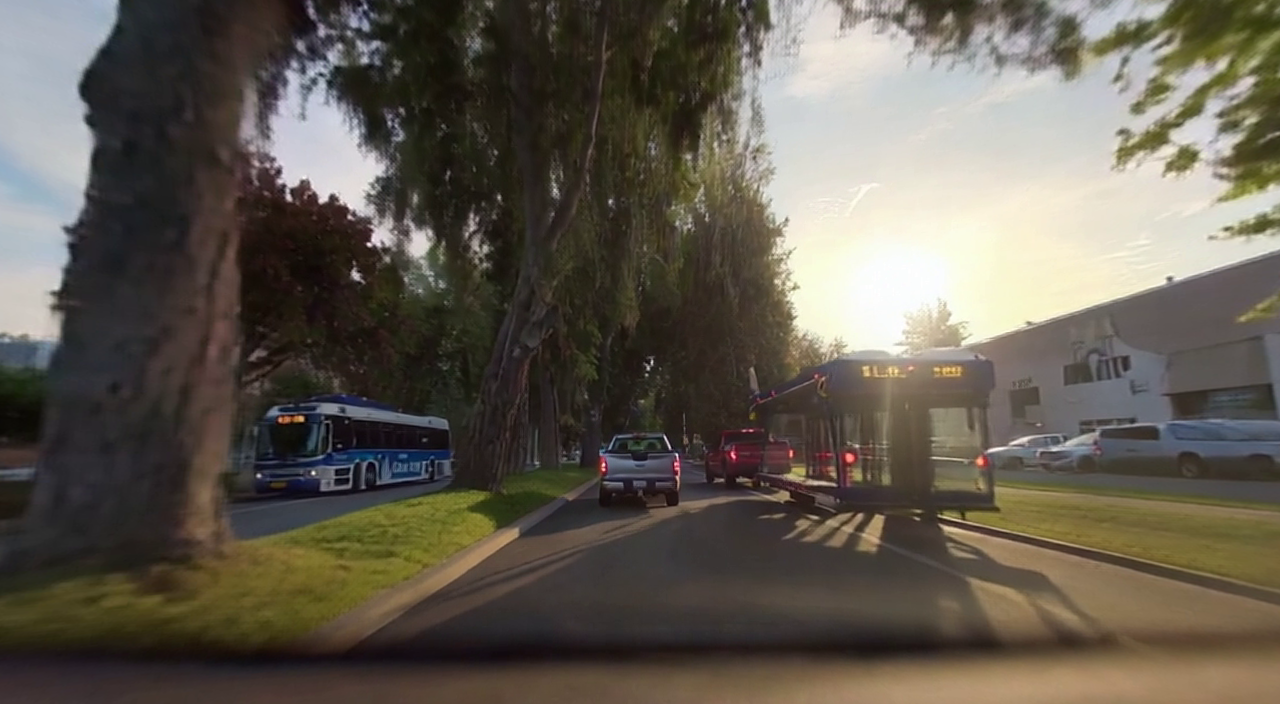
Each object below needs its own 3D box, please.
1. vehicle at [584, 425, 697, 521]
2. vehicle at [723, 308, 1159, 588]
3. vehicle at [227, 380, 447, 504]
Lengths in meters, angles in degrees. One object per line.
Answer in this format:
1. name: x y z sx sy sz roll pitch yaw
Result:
1. vehicle: -0.003 2.758 15.032 2.157 1.816 5.804 0 -9 0
2. vehicle: 3.951 1.795 12.196 3.088 3.057 10.503 0 -9 -1
3. vehicle: -11.816 3.859 27.014 2.996 4.022 12.692 0 -9 0
